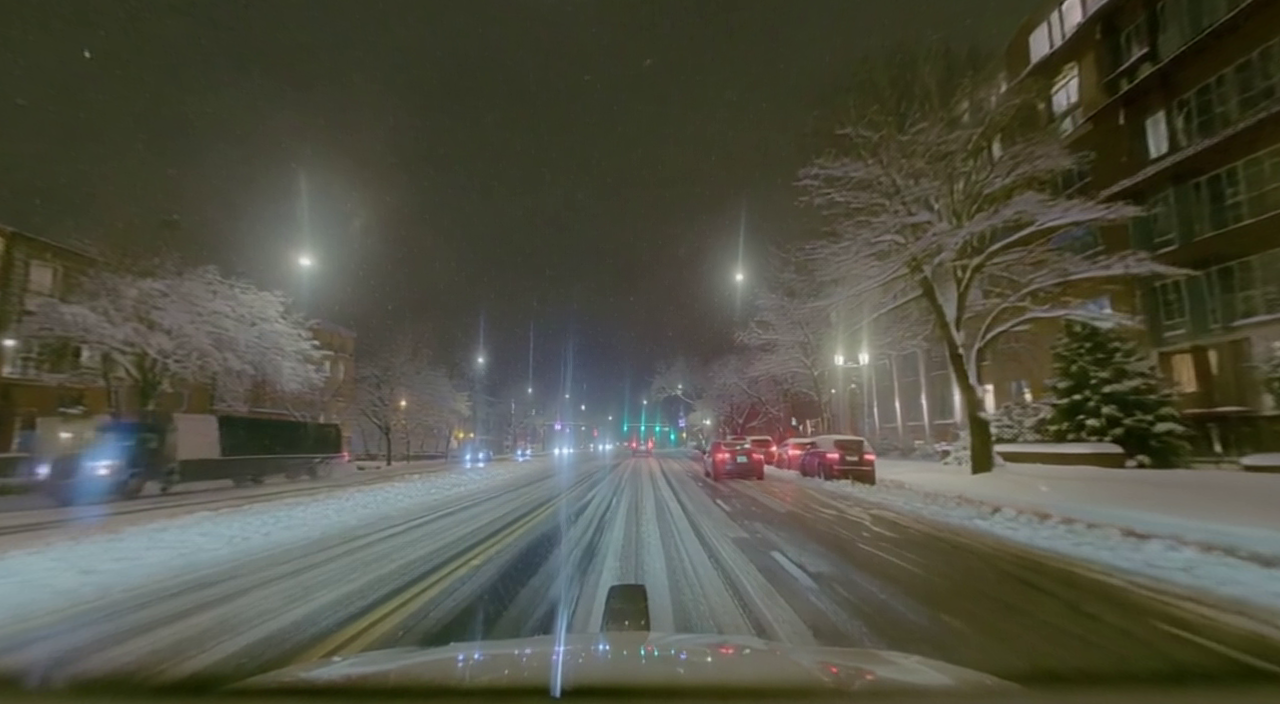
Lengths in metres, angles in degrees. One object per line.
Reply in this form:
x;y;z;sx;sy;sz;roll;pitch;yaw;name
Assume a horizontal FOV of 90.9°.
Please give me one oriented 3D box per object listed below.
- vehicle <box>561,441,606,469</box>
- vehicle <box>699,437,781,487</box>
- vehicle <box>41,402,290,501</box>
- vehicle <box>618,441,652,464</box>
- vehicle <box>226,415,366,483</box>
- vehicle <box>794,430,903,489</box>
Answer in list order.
-3.134;5.793;35.656;2.082;1.467;4.379;0;-8;1;vehicle
3.235;3.672;21.377;1.990;1.486;4.431;0;-8;-1;vehicle
-19.112;4.139;26.683;2.995;3.396;9.534;0;-8;1;vehicle
-0.300;6.656;41.892;2.101;1.480;3.929;0;-8;0;vehicle
-19.031;5.479;35.829;2.780;3.339;8.934;0;-8;1;vehicle
6.906;3.601;21.488;2.023;1.758;4.795;0;-8;-1;vehicle
